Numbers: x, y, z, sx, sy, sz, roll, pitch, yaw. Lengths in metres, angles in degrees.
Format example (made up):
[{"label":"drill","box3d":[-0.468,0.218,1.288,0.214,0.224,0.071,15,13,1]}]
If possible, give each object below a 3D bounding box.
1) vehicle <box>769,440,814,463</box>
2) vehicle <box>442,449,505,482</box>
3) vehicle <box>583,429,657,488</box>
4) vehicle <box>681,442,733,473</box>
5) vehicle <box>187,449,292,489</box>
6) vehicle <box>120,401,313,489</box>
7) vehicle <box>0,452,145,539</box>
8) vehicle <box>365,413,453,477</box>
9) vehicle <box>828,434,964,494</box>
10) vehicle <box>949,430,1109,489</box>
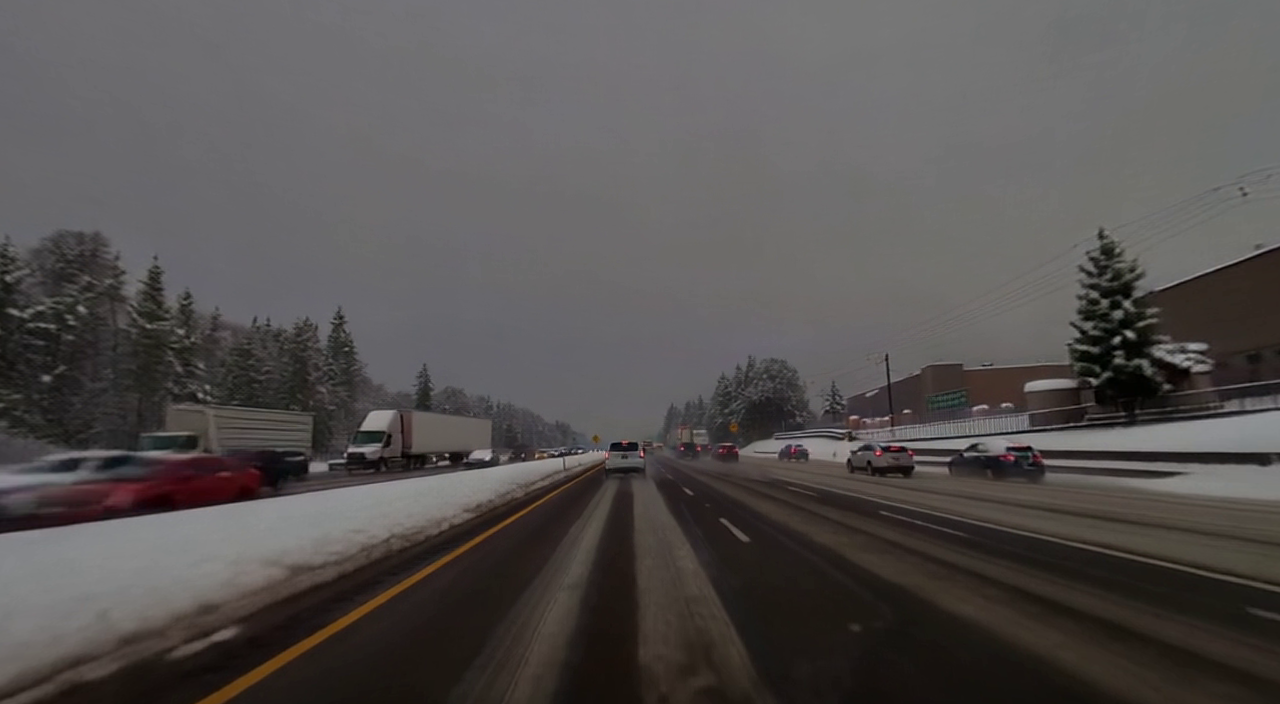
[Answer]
[{"label":"vehicle","box3d":[10.522,6.939,44.249,1.901,1.485,4.483,0,-8,-2]},{"label":"vehicle","box3d":[-8.115,5.562,31.247,1.897,1.470,4.474,0,-8,0]},{"label":"vehicle","box3d":[-0.640,3.663,21.979,2.298,1.809,4.359,0,-8,0]},{"label":"vehicle","box3d":[3.310,5.319,32.178,1.934,1.461,4.368,1,-8,-3]},{"label":"vehicle","box3d":[-18.381,5.358,29.310,1.866,1.689,4.569,0,-8,-1]},{"label":"vehicle","box3d":[-22.705,5.176,35.165,2.958,4.081,11.148,0,-8,0]},{"label":"vehicle","box3d":[-12.154,2.680,12.048,1.872,1.465,4.455,0,-8,-1]},{"label":"vehicle","box3d":[-15.620,6.389,43.550,3.032,3.968,8.215,0,-8,-1]},{"label":"vehicle","box3d":[6.952,3.074,17.747,1.958,1.473,4.201,0,-8,-1]},{"label":"vehicle","box3d":[11.159,3.102,18.543,1.944,1.505,4.138,0,-8,-2]}]
